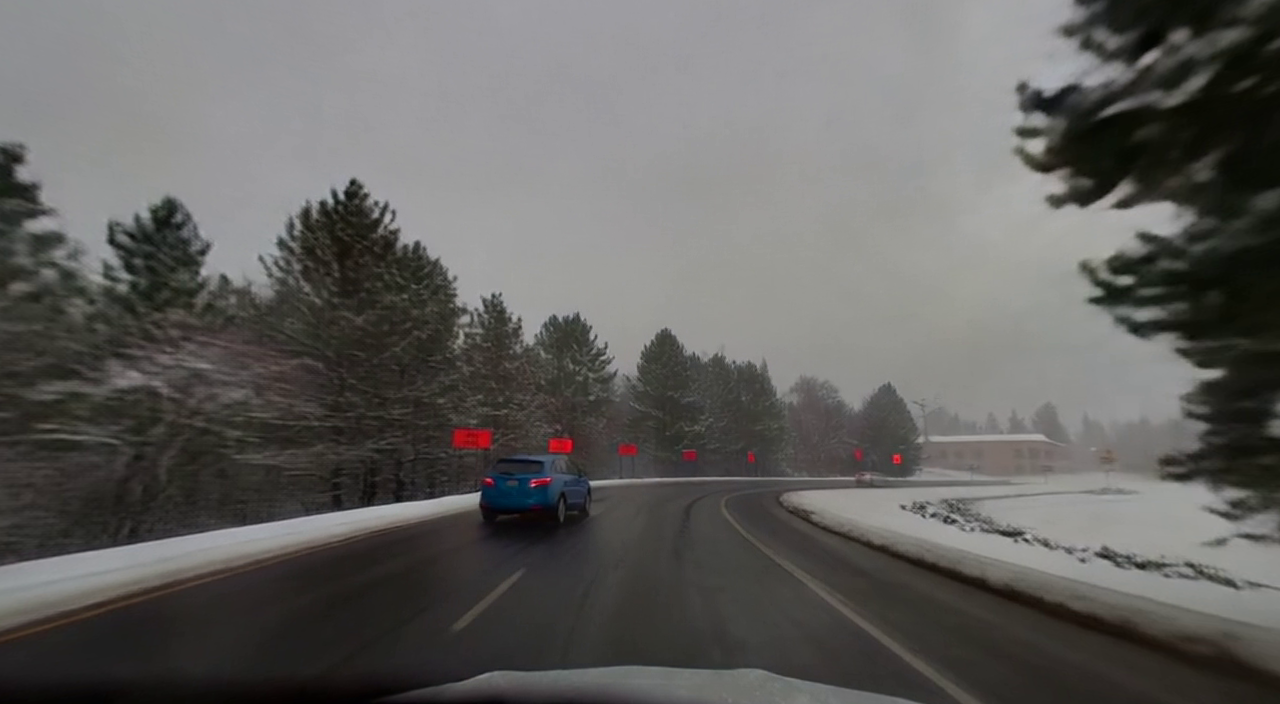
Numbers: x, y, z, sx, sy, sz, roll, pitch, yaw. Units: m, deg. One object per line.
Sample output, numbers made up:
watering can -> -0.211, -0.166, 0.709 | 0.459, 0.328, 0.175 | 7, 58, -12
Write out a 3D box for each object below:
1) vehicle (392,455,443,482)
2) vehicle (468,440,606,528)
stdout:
vehicle -> -13.086, 6.899, 37.333 | 1.758, 1.470, 3.823 | 1, -10, -3
vehicle -> -2.139, 2.969, 14.564 | 1.997, 1.692, 4.422 | -1, -10, 6
